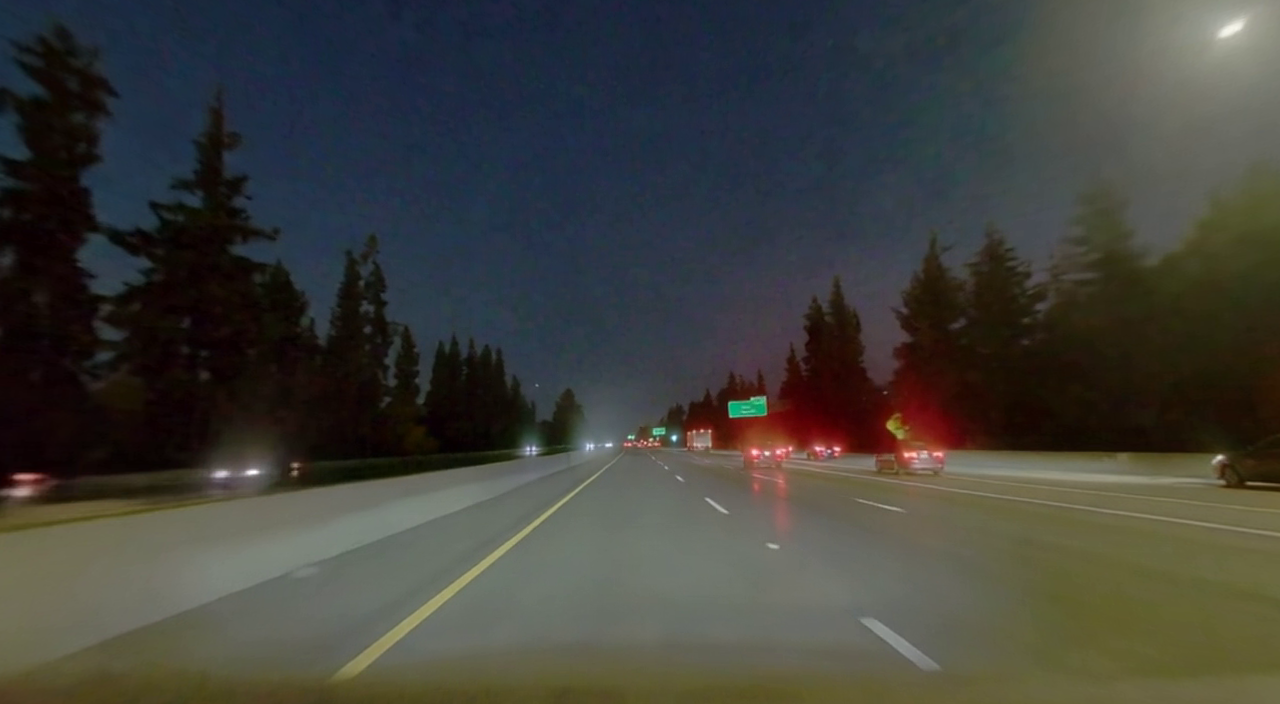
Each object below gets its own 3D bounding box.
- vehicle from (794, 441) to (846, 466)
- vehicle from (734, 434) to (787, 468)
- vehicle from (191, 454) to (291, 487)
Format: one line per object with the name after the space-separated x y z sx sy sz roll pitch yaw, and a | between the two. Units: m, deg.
11.070 6.273 39.119 1.931 1.479 4.183 0 -8 -1 | vehicle
6.925 5.742 36.817 2.098 1.820 4.505 0 -8 -2 | vehicle
-21.369 6.342 34.146 2.058 1.442 4.971 0 -8 1 | vehicle
